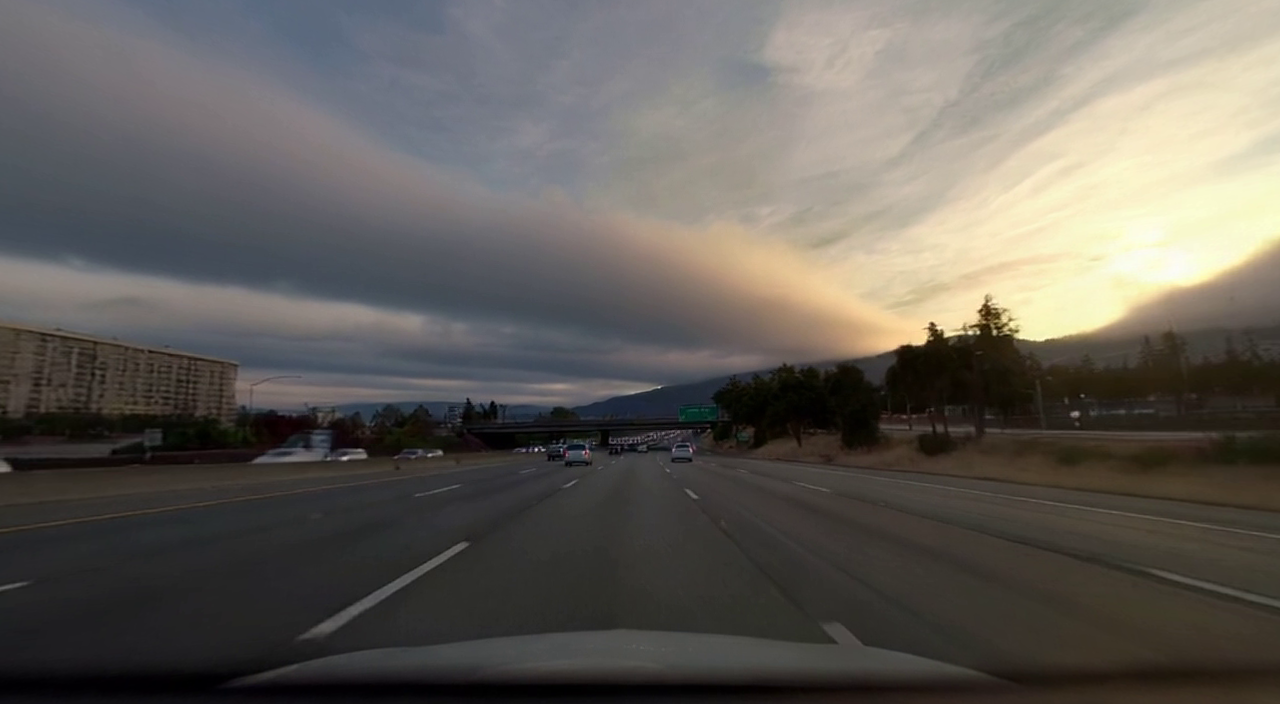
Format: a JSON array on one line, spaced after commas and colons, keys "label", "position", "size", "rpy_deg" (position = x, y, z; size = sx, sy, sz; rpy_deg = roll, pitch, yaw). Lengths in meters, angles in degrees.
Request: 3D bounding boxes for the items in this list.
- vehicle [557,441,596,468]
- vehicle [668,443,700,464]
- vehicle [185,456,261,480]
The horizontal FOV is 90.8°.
[{"label": "vehicle", "position": [-4.291, 7.009, 43.416], "size": [2.179, 1.693, 4.204], "rpy_deg": [0, -8, 1]}, {"label": "vehicle", "position": [3.154, 7.404, 46.194], "size": [1.967, 1.475, 4.080], "rpy_deg": [0, -8, -2]}, {"label": "vehicle", "position": [-27.684, 7.691, 42.165], "size": [1.841, 1.457, 4.742], "rpy_deg": [0, -8, 0]}]
